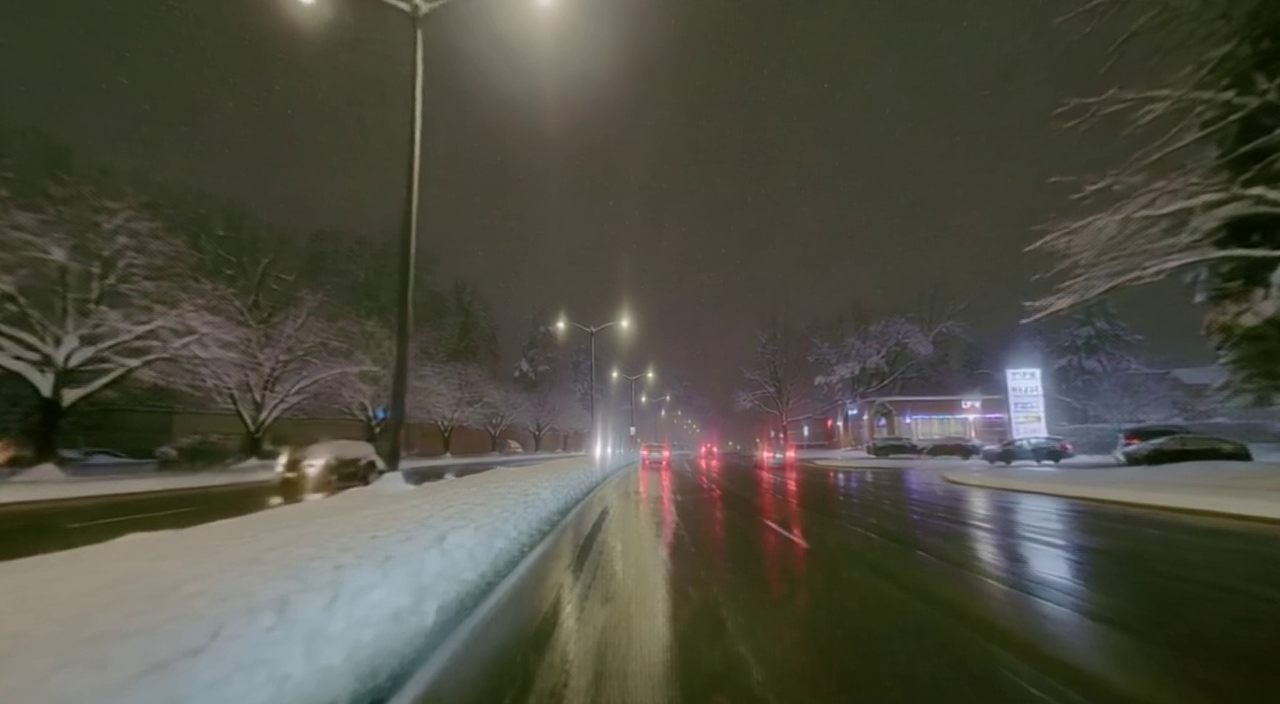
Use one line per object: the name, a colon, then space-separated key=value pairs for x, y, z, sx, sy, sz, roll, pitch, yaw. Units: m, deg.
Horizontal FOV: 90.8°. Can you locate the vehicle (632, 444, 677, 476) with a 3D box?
vehicle: x=0.745 y=5.276 z=31.258 sx=2.095 sy=1.456 sz=3.873 roll=-1 pitch=-8 yaw=2

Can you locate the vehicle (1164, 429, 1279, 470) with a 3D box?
vehicle: x=23.623 y=3.920 z=25.121 sx=1.780 sy=1.463 sz=4.112 roll=-1 pitch=-10 yaw=-3

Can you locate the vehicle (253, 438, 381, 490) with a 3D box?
vehicle: x=-11.273 y=3.932 z=22.523 sx=1.987 sy=1.626 sz=4.654 roll=-1 pitch=-8 yaw=2

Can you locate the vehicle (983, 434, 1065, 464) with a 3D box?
vehicle: x=22.463 y=5.690 z=37.168 sx=1.864 sy=1.655 sz=4.179 roll=0 pitch=-8 yaw=-5

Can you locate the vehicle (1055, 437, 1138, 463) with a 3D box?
vehicle: x=27.411 y=5.904 z=38.082 sx=1.844 sy=1.481 sz=3.904 roll=0 pitch=-8 yaw=-5
